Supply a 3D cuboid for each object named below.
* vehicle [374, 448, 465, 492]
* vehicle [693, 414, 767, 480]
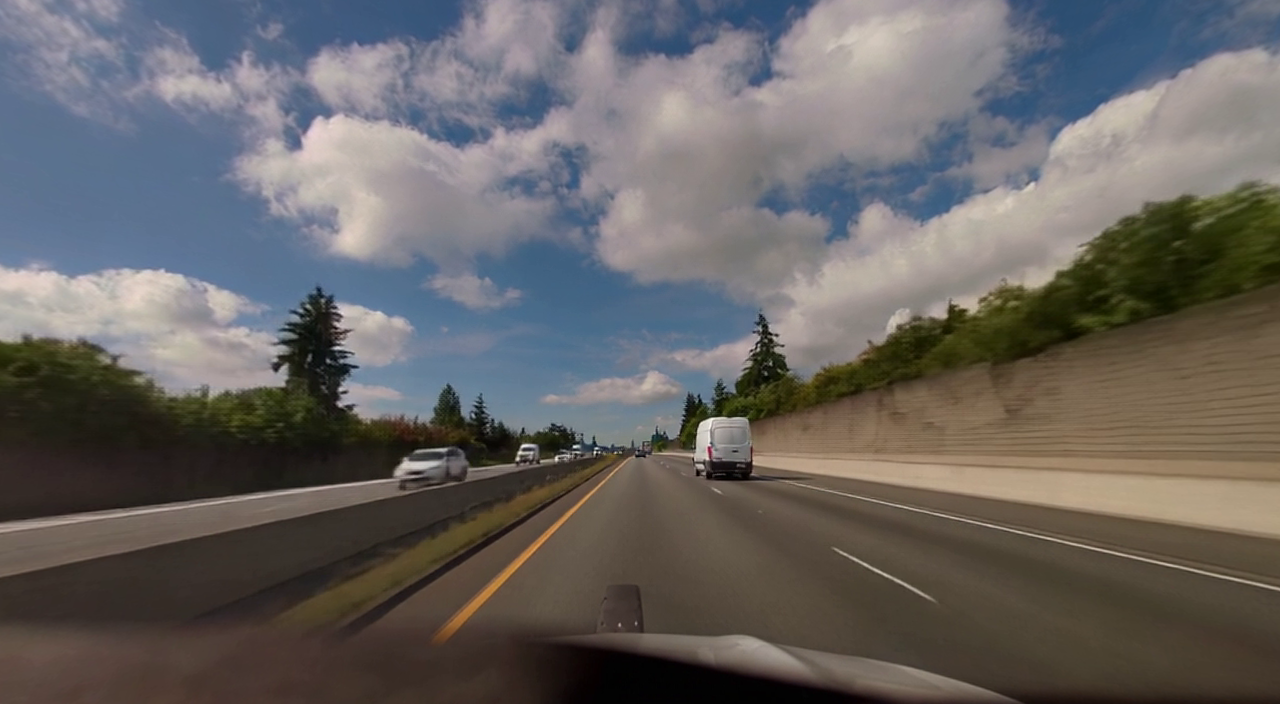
[{"bbox_3d":[-8.474,4.534,24.561,2.076,1.547,4.098,0,-9,0],"label":"vehicle"},{"bbox_3d":[4.132,4.577,30.249,2.449,2.805,6.763,0,-9,-1],"label":"vehicle"}]
